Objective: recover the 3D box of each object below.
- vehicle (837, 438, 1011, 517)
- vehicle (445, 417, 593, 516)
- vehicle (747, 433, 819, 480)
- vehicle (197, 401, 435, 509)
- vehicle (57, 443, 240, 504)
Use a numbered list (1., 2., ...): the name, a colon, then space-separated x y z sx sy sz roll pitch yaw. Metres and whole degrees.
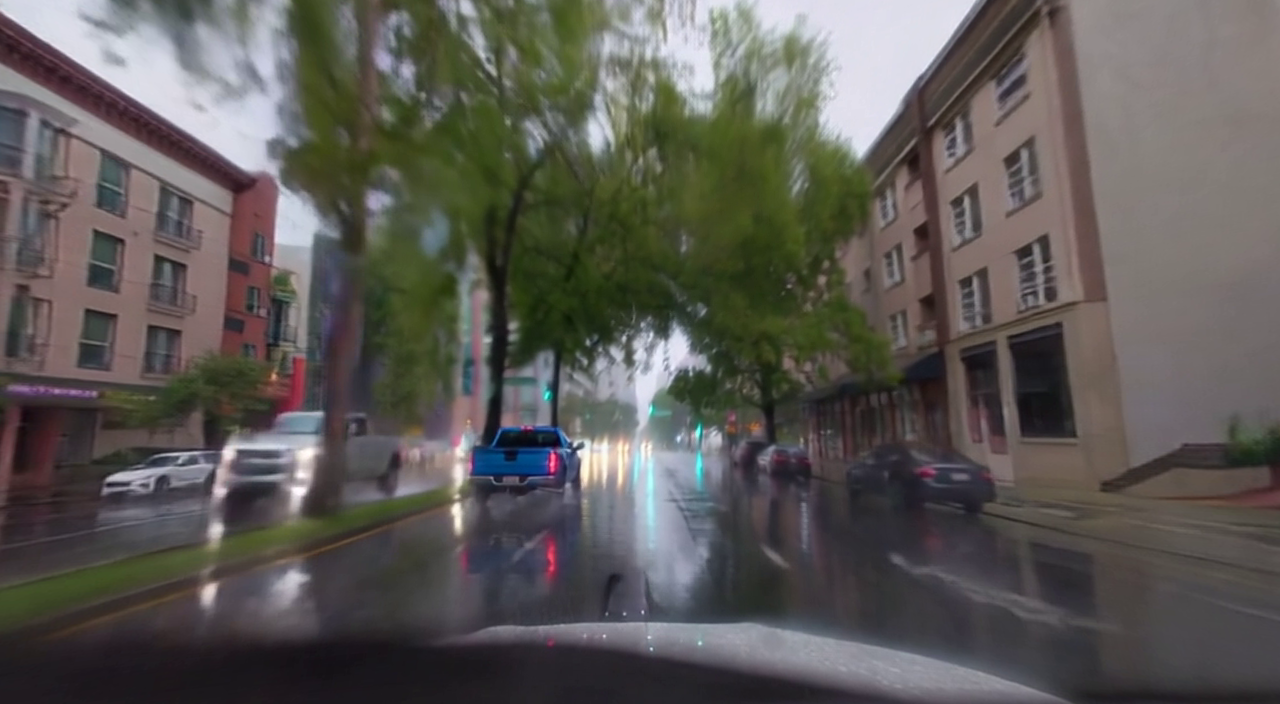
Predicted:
1. vehicle: 6.129 2.744 14.248 1.988 1.514 3.962 0 -9 -1
2. vehicle: -2.423 2.512 14.305 2.197 1.786 5.365 0 -9 1
3. vehicle: 6.133 4.546 27.686 2.043 1.841 4.842 0 -9 1
4. vehicle: -7.128 2.400 14.963 2.462 2.027 5.808 0 -9 1
5. vehicle: -16.190 3.993 21.248 2.030 1.801 5.036 0 -9 0
